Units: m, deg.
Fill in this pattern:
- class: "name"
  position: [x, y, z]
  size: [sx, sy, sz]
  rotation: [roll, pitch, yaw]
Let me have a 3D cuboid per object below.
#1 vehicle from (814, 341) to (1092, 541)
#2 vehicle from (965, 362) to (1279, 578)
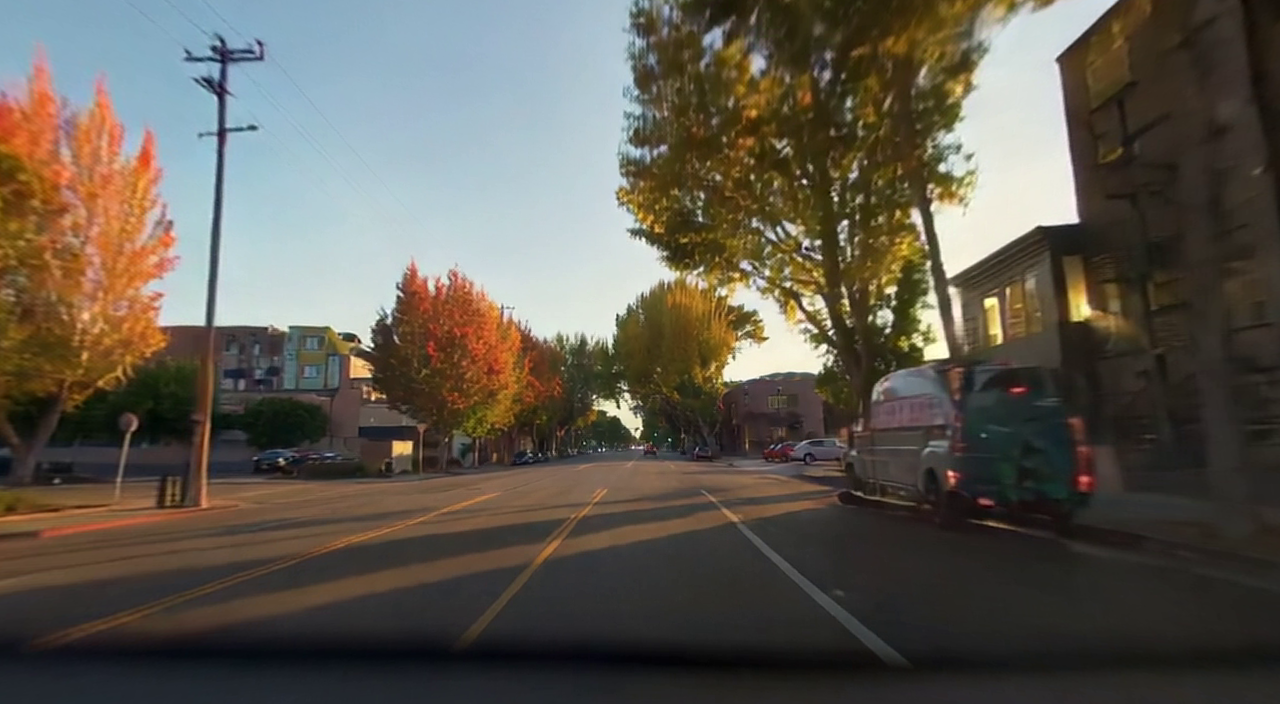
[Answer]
- class: "vehicle"
  position: [6.001, 1.901, 13.552]
  size: [2.750, 3.269, 6.333]
  rotation: [-1, -8, 1]
- class: "vehicle"
  position: [6.445, 1.546, 8.728]
  size: [2.021, 2.433, 3.088]
  rotation: [0, -8, -1]
